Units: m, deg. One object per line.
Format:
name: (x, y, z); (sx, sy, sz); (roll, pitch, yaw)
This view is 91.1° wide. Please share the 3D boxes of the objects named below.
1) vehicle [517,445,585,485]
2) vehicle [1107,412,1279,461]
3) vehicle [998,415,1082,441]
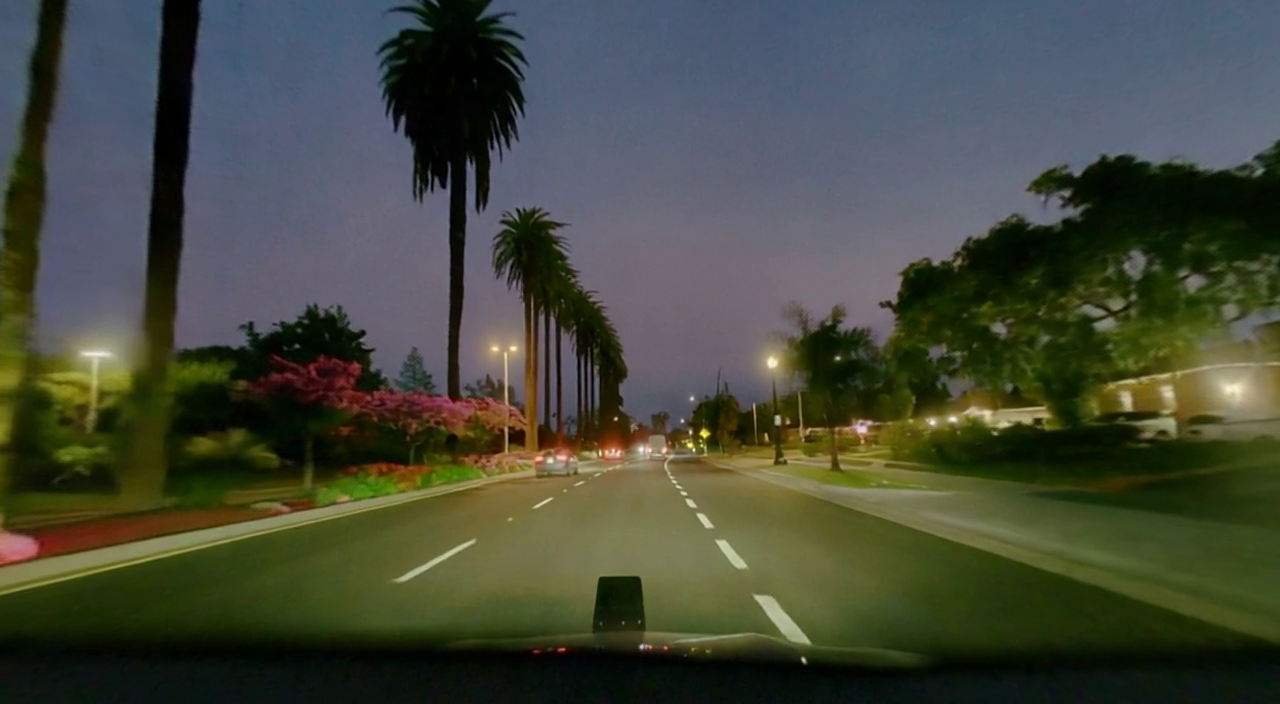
vehicle: (-3.557, 4.599, 25.905); (2.036, 1.478, 4.508); (-1, -9, 2)
vehicle: (19.607, 3.009, 22.233); (4.364, 1.609, 1.917); (-2, -9, 8)
vehicle: (25.191, 4.824, 39.642); (3.956, 1.565, 1.886); (-1, -9, 4)
